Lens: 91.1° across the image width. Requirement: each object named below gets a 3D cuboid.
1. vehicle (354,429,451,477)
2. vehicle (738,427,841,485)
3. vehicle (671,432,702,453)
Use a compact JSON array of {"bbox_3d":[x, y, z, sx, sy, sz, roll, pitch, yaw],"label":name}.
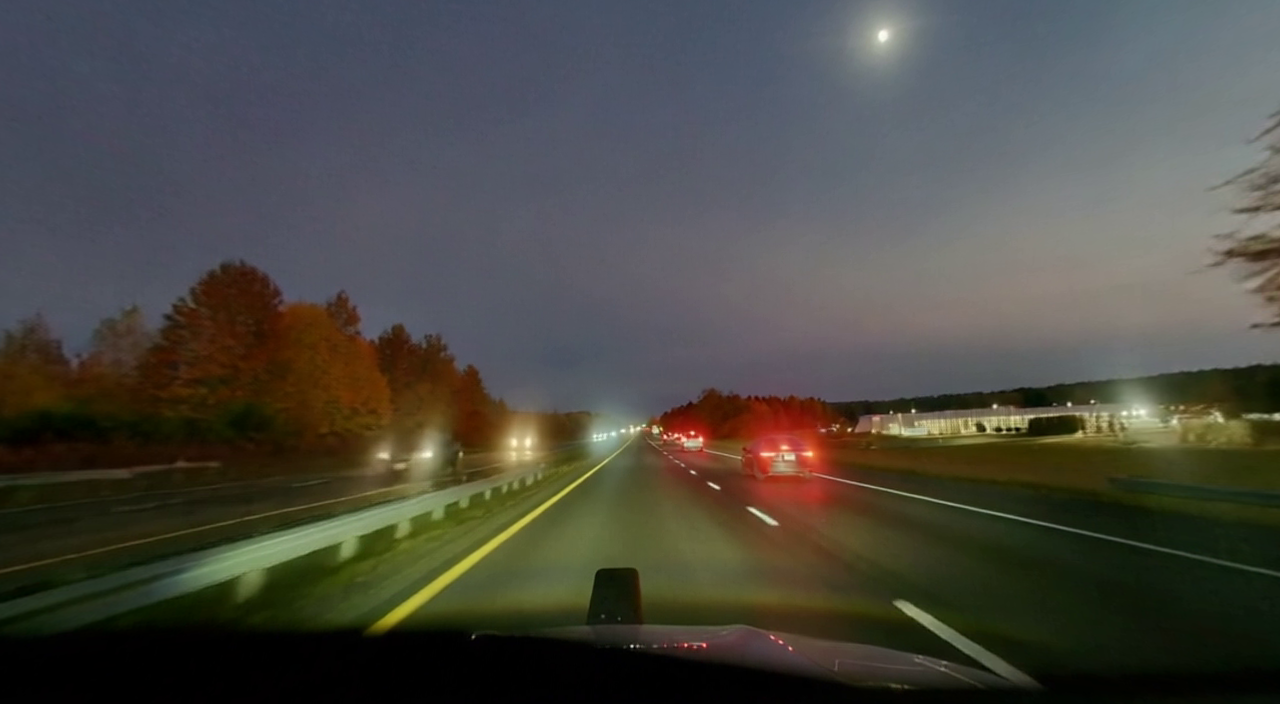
[{"bbox_3d":[-8.404,3.607,22.632,1.916,1.549,4.032,0,-8,0],"label":"vehicle"},{"bbox_3d":[4.358,3.096,19.041,2.024,1.516,4.197,0,-8,-1],"label":"vehicle"},{"bbox_3d":[3.609,7.085,49.026,2.057,1.540,4.158,0,-8,-1],"label":"vehicle"}]
